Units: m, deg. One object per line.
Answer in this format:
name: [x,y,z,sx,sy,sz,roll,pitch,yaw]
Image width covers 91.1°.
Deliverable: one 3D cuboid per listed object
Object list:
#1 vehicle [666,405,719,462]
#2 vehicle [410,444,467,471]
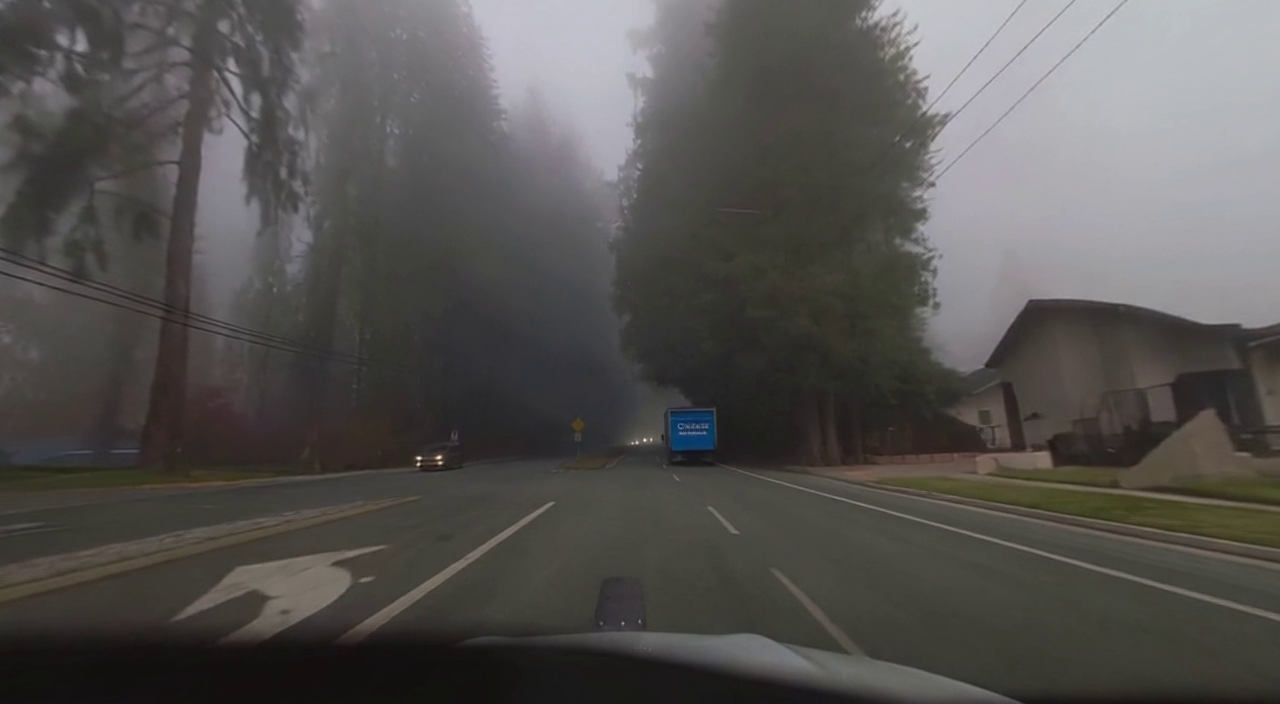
vehicle: [3.740,6.176,47.147,2.973,3.848,9.336,0,-8,-2]
vehicle: [-12.108,6.349,38.028,1.947,1.528,4.461,0,-8,0]
